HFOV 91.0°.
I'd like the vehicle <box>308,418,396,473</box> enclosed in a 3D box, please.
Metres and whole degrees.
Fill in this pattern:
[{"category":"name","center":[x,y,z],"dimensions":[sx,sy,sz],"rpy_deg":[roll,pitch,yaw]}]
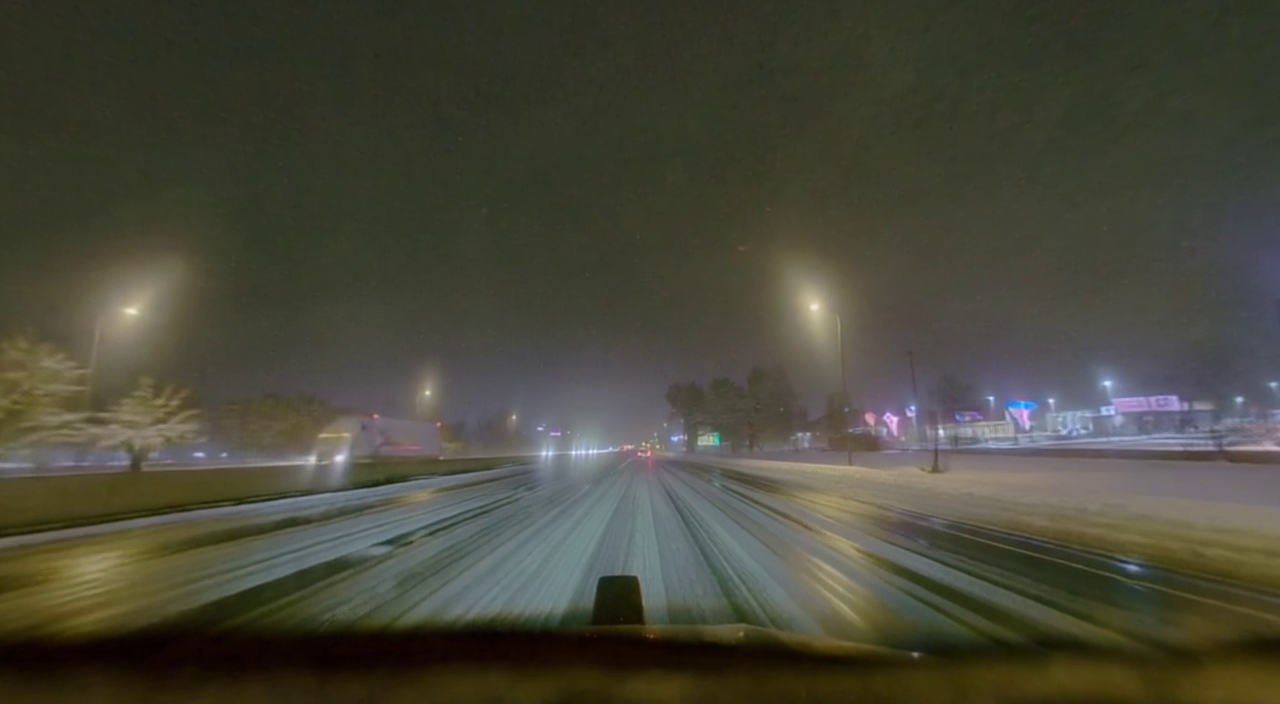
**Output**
[{"category":"vehicle","center":[-22.176,7.314,49.062],"dimensions":[3.081,3.959,7.500],"rpy_deg":[0,-9,2]}]
